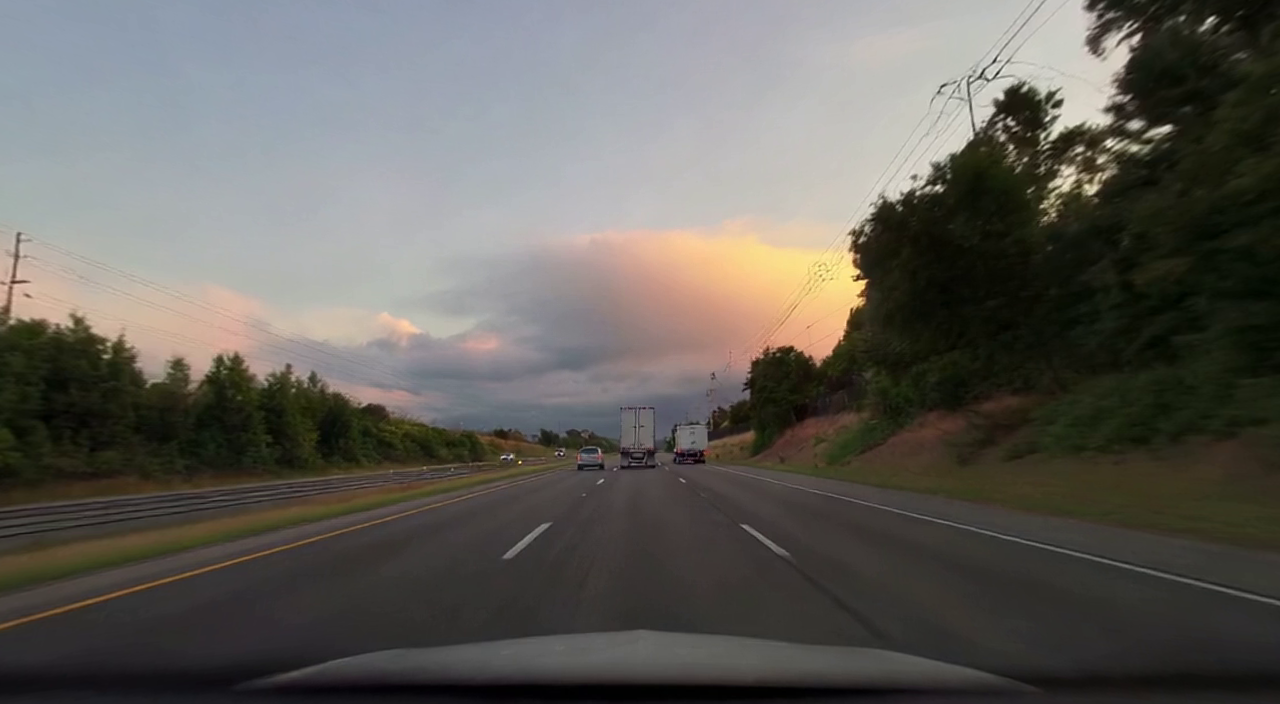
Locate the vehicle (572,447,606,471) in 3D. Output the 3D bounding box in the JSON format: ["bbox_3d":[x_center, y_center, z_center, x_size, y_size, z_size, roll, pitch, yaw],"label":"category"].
[{"bbox_3d":[-3.517,7.449,44.052,2.024,1.582,4.032,0,-9,0],"label":"vehicle"}]

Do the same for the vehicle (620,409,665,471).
[{"bbox_3d":[0.112,6.876,48.357,2.997,4.076,13.224,0,-9,0],"label":"vehicle"}]
